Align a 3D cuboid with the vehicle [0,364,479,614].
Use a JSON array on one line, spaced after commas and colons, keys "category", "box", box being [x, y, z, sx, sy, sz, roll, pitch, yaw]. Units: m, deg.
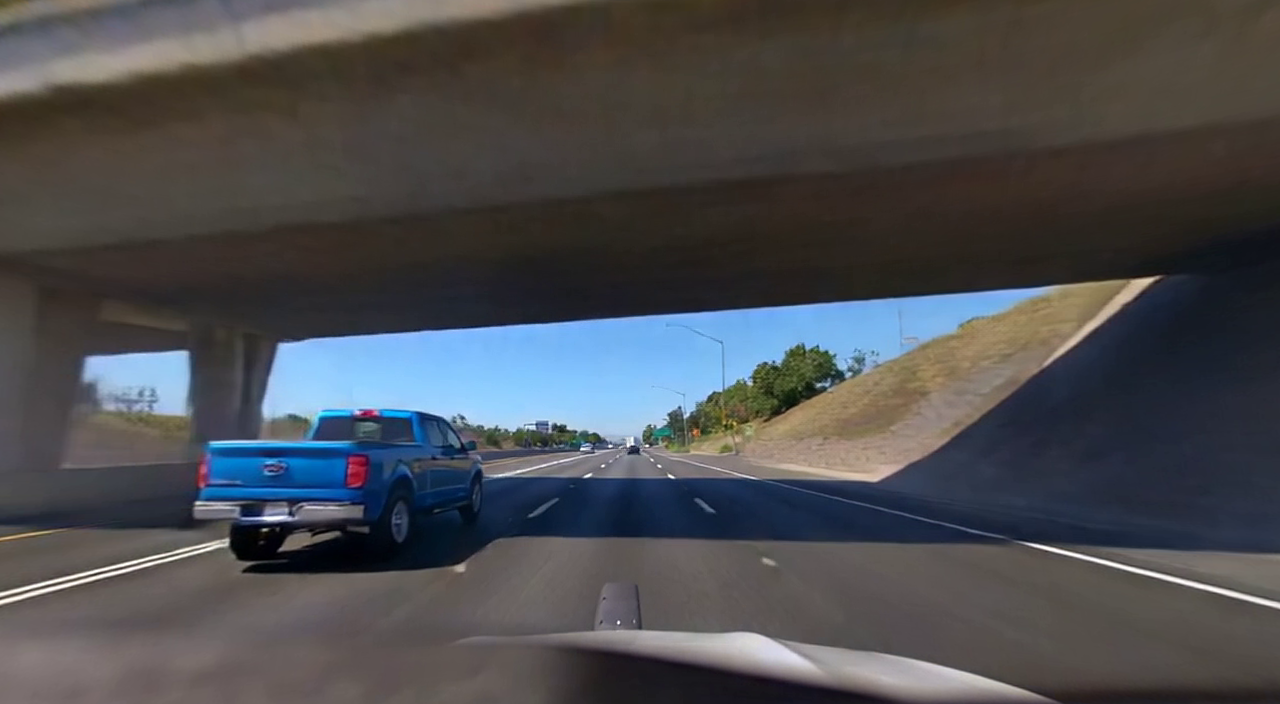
[{"category": "vehicle", "box": [-4.128, 1.525, 8.090, 2.529, 2.003, 5.904, 0, -8, 1]}]
